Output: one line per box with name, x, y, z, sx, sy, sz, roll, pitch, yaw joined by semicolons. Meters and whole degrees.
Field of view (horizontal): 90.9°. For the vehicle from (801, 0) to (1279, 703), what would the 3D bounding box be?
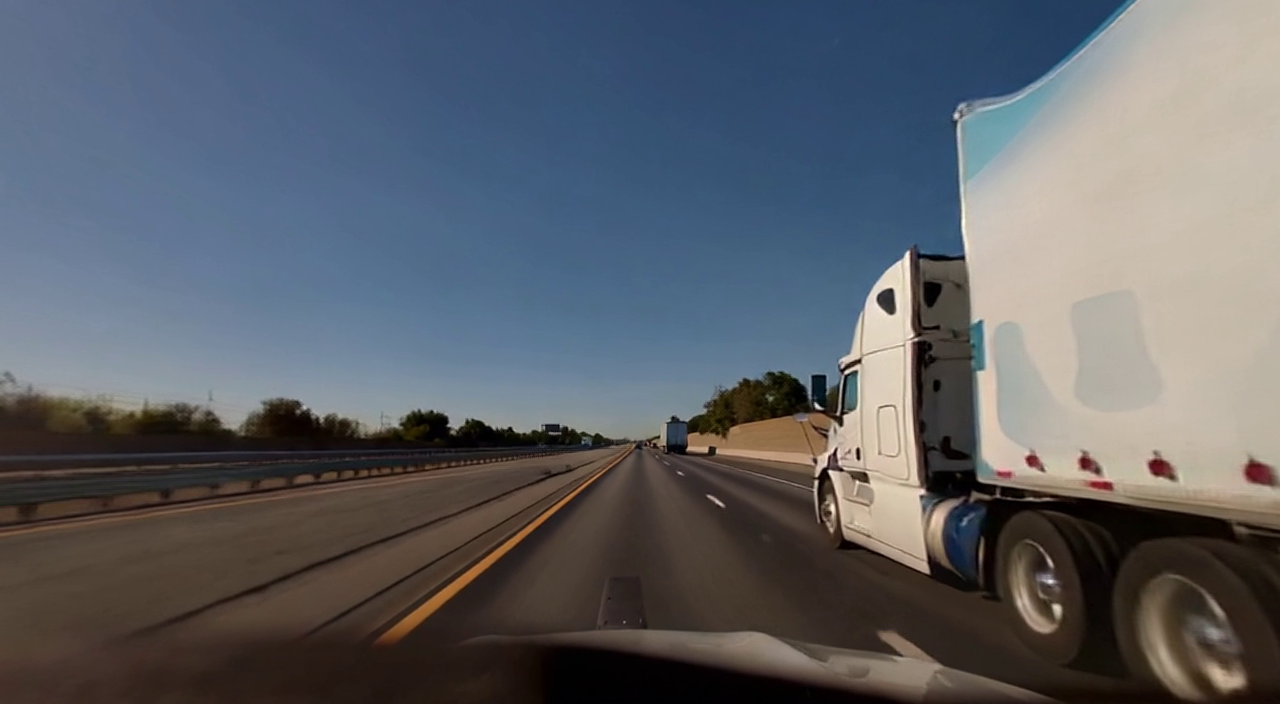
vehicle;4.063;0.026;4.888;3.080;4.016;9.760;0;-9;1
